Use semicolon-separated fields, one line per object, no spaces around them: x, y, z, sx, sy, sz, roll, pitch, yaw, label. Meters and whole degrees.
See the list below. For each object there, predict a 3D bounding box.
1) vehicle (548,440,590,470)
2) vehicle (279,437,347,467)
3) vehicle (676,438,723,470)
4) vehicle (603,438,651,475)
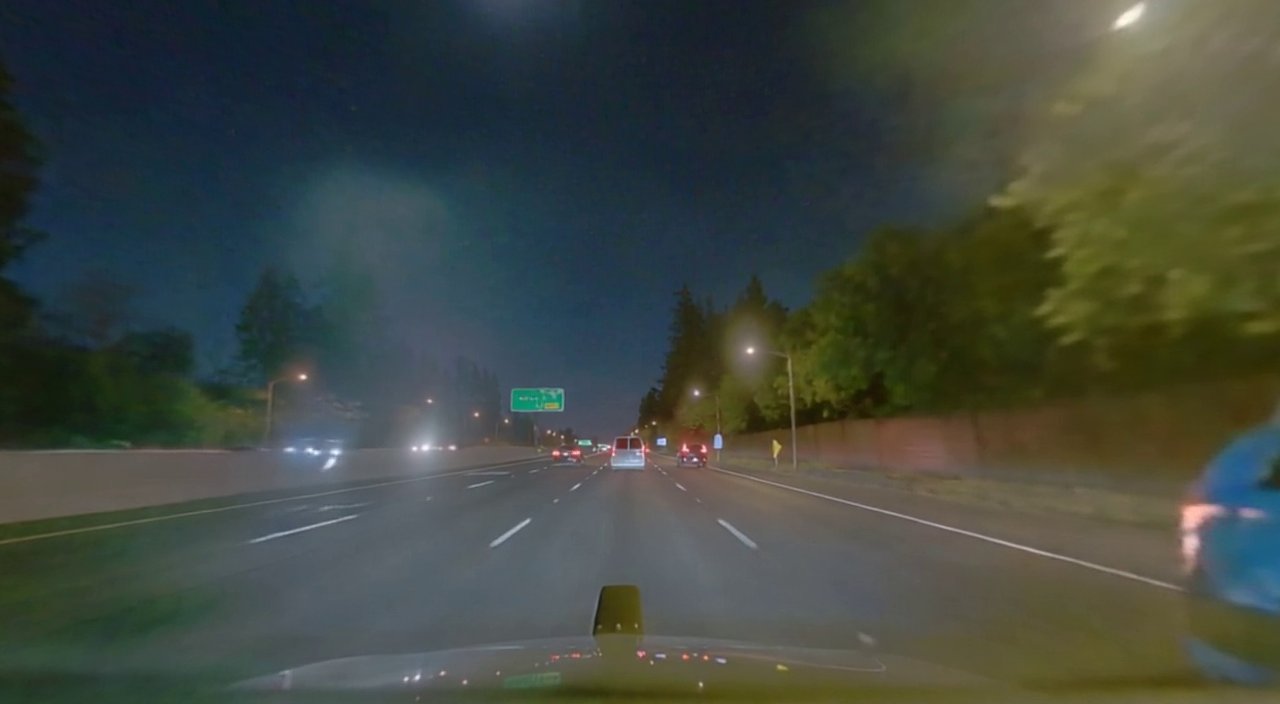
-4.224;6.182;38.120;2.023;1.709;4.263;0;-8;1;vehicle
-17.882;5.488;34.762;1.875;1.527;3.520;0;-8;-1;vehicle
3.353;5.866;36.544;2.160;1.759;4.214;0;-8;-2;vehicle
-0.651;5.373;32.759;2.297;1.783;4.355;0;-8;-1;vehicle
